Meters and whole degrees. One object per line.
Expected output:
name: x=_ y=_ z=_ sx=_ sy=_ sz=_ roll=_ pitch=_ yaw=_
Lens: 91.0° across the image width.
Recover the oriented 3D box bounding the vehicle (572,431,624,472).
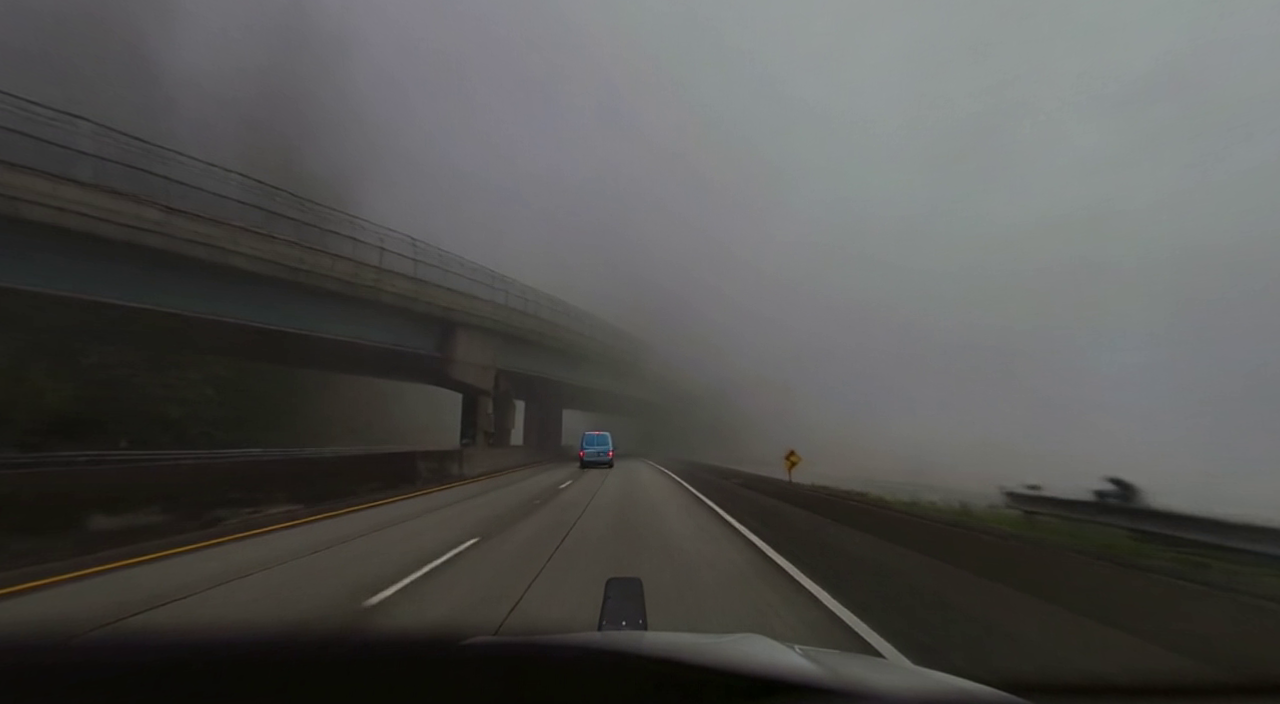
vehicle: x=-2.046 y=5.101 z=32.459 sx=2.372 sy=1.891 sz=5.061 roll=0 pitch=-8 yaw=-1
